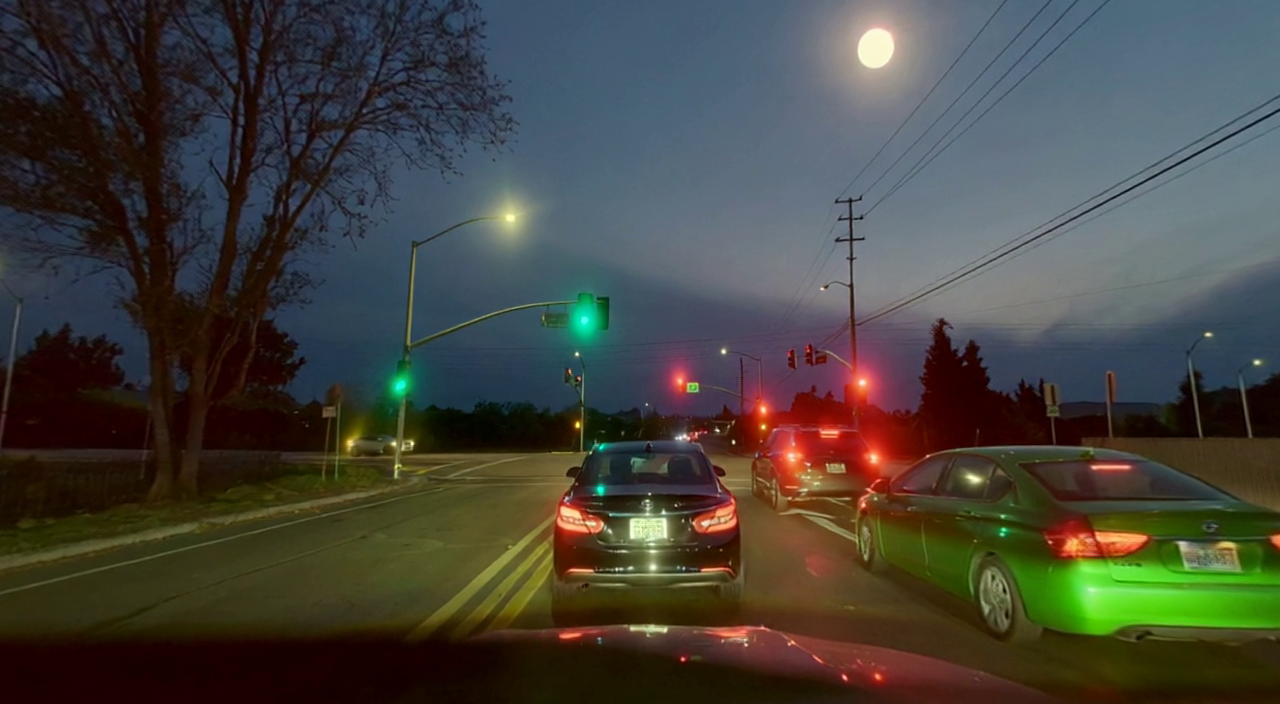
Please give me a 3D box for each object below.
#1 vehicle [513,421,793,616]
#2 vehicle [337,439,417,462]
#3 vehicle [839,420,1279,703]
[{"bbox_3d":[0.076,1.615,7.148,2.170,1.497,4.369,0,-8,-1],"label":"vehicle"},{"bbox_3d":[-17.228,6.478,41.379,4.406,1.458,1.892,-1,-8,7],"label":"vehicle"},{"bbox_3d":[3.100,1.266,4.258,2.027,1.432,4.431,0,-8,0],"label":"vehicle"}]
